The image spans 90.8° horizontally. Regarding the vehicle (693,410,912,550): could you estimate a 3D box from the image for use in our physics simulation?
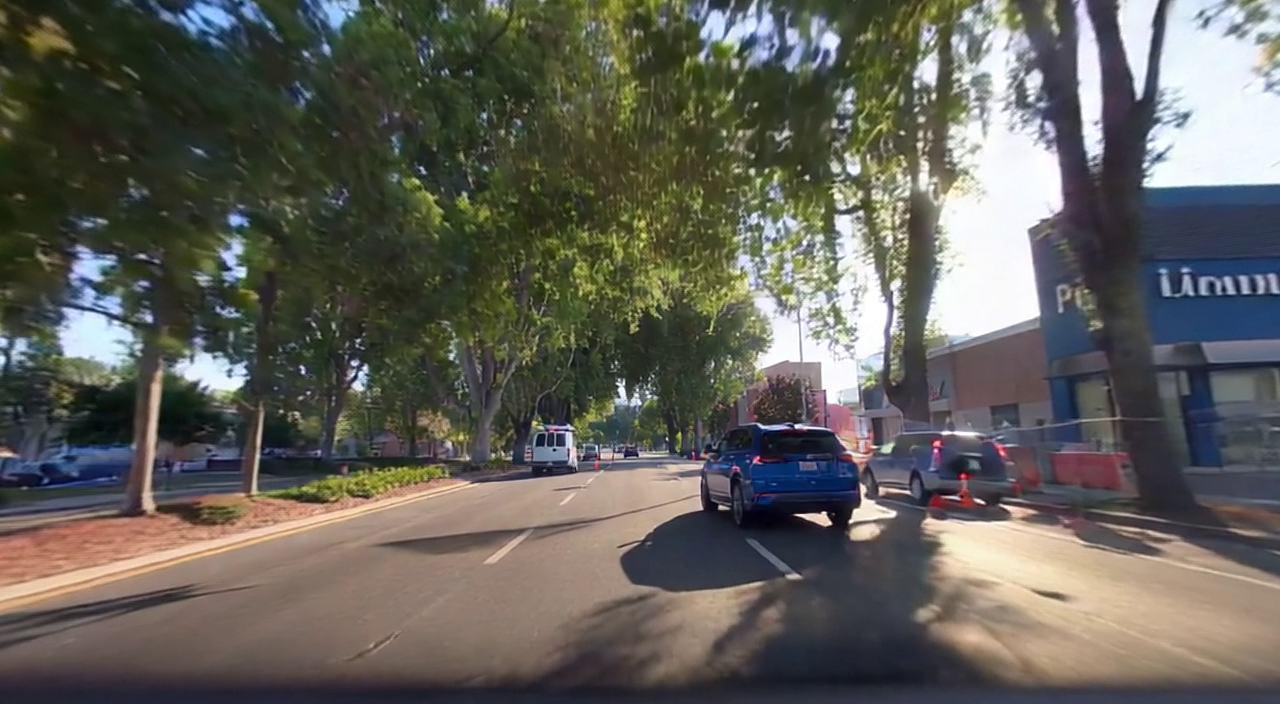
[{"bbox_3d":[2.246,1.923,10.154,2.168,1.725,4.192,0,-8,-3],"label":"vehicle"}]

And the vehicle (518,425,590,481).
[{"bbox_3d":[-3.430,4.183,26.415,2.357,2.063,5.488,0,-8,-1],"label":"vehicle"}]

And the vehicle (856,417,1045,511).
[{"bbox_3d":[6.875,2.534,14.718,1.945,1.797,4.591,0,-8,-1],"label":"vehicle"}]

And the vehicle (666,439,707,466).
[{"bbox_3d":[2.724,6.060,38.118,1.953,1.509,4.186,0,-8,-2],"label":"vehicle"}]
